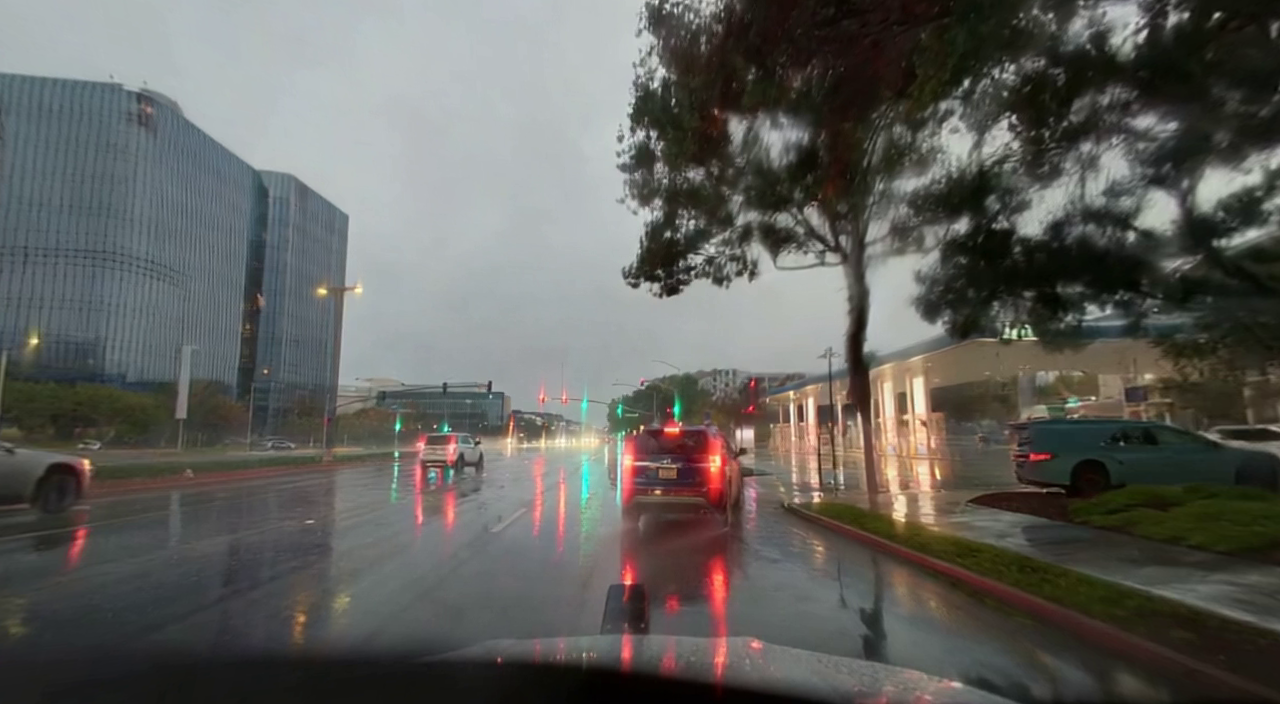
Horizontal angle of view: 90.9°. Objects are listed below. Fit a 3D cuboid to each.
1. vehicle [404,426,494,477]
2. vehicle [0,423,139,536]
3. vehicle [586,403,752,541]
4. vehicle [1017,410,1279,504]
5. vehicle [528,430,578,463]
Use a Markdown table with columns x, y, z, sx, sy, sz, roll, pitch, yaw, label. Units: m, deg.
| x | y | z | sx | sy | sz | roll | pitch | yaw | label |
| --- | --- | --- | --- | --- | --- | --- | --- | --- | --- |
| -6.829 | 3.626 | 23.062 | 2.018 | 1.658 | 4.391 | 0 | -8 | -1 | vehicle |
| -9.841 | 1.766 | 8.706 | 1.965 | 1.541 | 4.718 | 0 | -8 | 0 | vehicle |
| 0.701 | 1.896 | 10.561 | 2.169 | 1.751 | 4.613 | -1 | -9 | 8 | vehicle |
| 10.257 | 1.957 | 11.665 | 5.052 | 1.482 | 2.266 | 1 | -10 | 3 | vehicle |
| -4.615 | 5.116 | 34.130 | 2.081 | 1.698 | 4.362 | 0 | -8 | -1 | vehicle |
